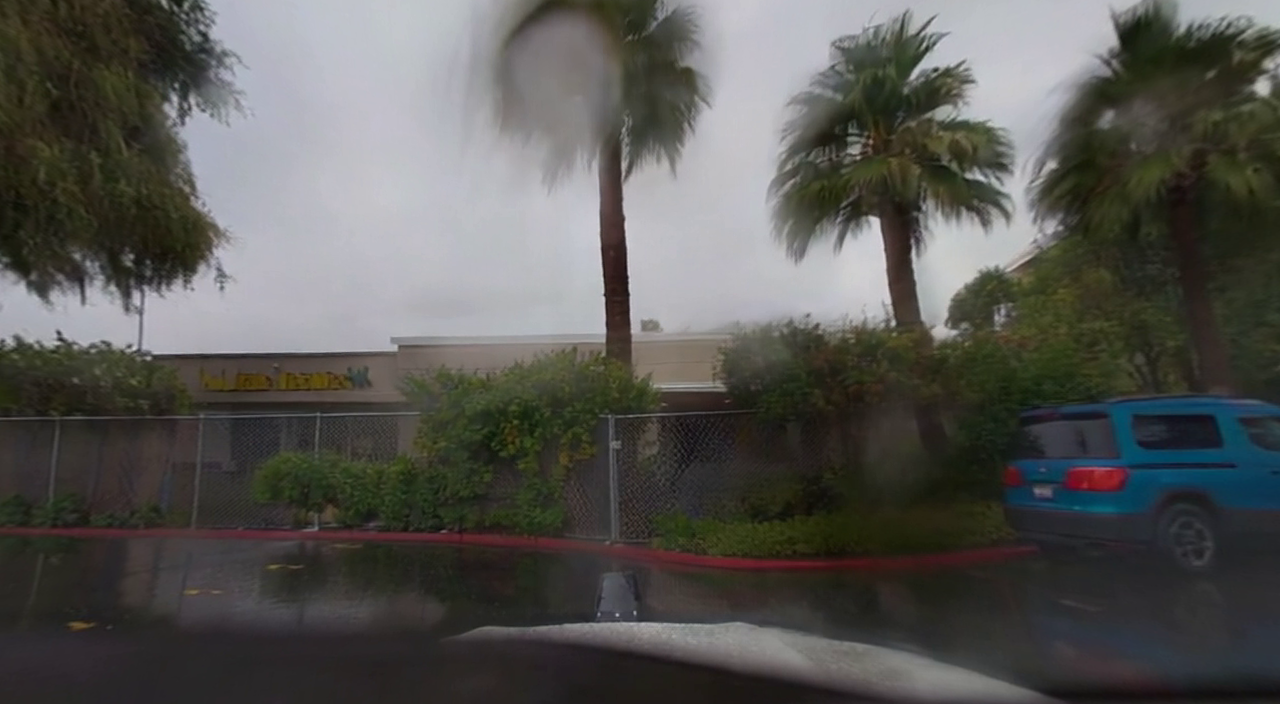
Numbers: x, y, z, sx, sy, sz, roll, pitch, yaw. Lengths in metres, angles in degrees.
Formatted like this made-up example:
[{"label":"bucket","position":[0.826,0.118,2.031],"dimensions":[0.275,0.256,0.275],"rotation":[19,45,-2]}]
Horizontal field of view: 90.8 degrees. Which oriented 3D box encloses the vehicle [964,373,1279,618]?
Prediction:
[{"label":"vehicle","position":[5.866,1.248,6.426],"dimensions":[4.365,1.791,2.073],"rotation":[2,-7,-20]}]
